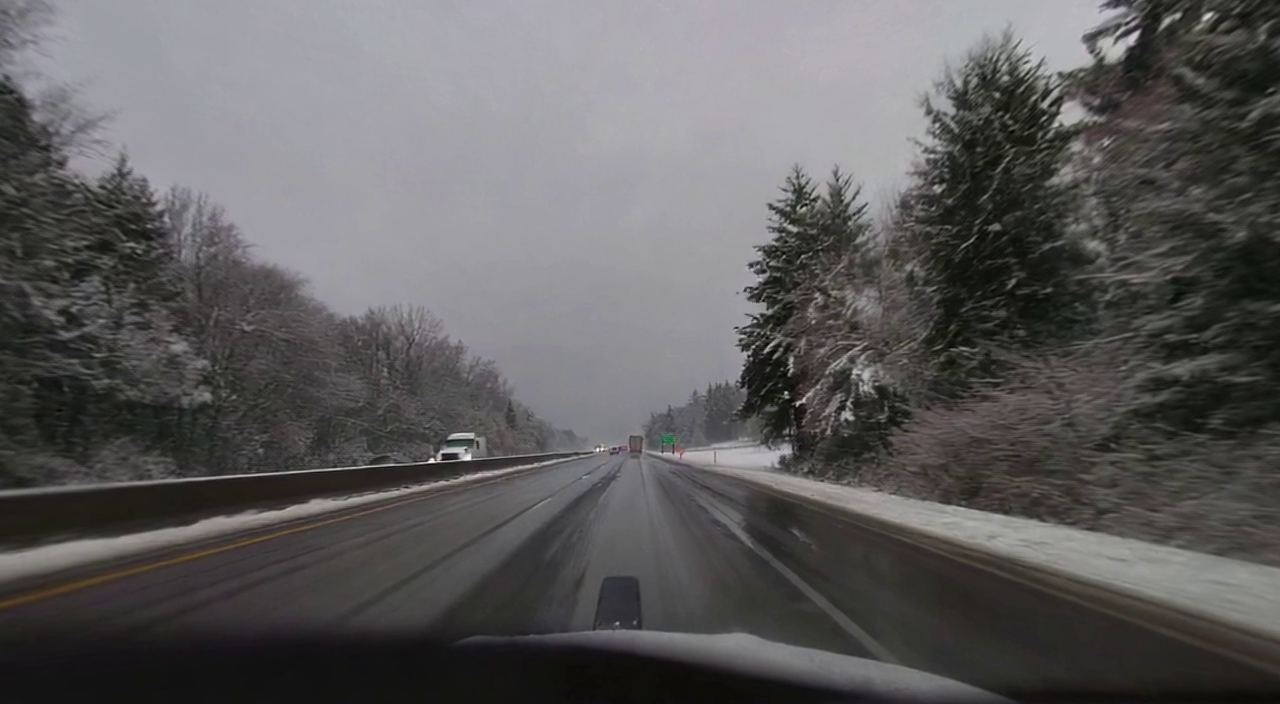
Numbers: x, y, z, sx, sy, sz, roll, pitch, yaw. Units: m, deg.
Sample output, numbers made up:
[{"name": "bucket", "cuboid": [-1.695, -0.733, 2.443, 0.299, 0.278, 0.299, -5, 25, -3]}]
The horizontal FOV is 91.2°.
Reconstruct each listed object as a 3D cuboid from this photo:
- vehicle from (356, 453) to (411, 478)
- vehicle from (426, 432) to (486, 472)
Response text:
[{"name": "vehicle", "cuboid": [-16.940, 7.523, 41.666, 1.850, 1.516, 4.378, 0, -9, -1]}, {"name": "vehicle", "cuboid": [-13.323, 7.293, 45.852, 2.347, 2.651, 6.933, 0, -9, -1]}]
